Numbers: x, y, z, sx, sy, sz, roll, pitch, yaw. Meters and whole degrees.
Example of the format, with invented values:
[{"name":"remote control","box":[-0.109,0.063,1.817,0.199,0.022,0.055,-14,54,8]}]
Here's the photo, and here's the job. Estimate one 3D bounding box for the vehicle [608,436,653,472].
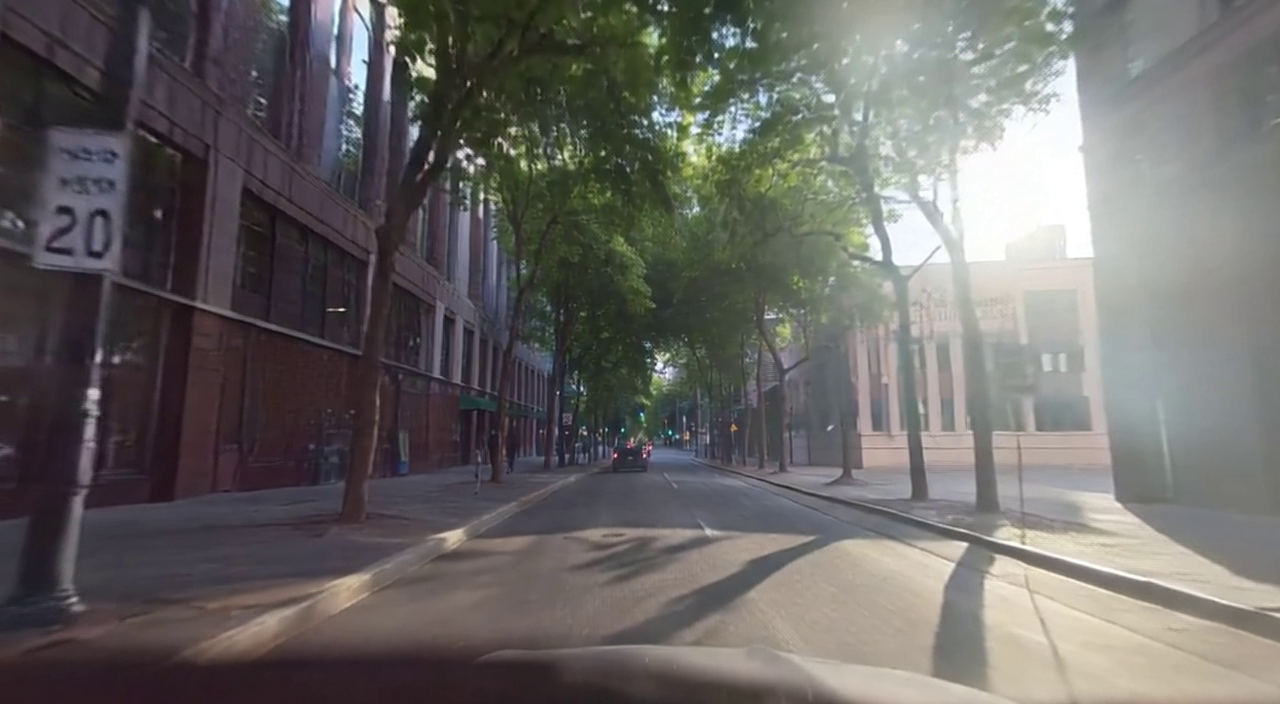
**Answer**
[{"name":"vehicle","box":[-0.477,5.044,31.329,2.079,1.621,3.861,0,-9,-1]}]
